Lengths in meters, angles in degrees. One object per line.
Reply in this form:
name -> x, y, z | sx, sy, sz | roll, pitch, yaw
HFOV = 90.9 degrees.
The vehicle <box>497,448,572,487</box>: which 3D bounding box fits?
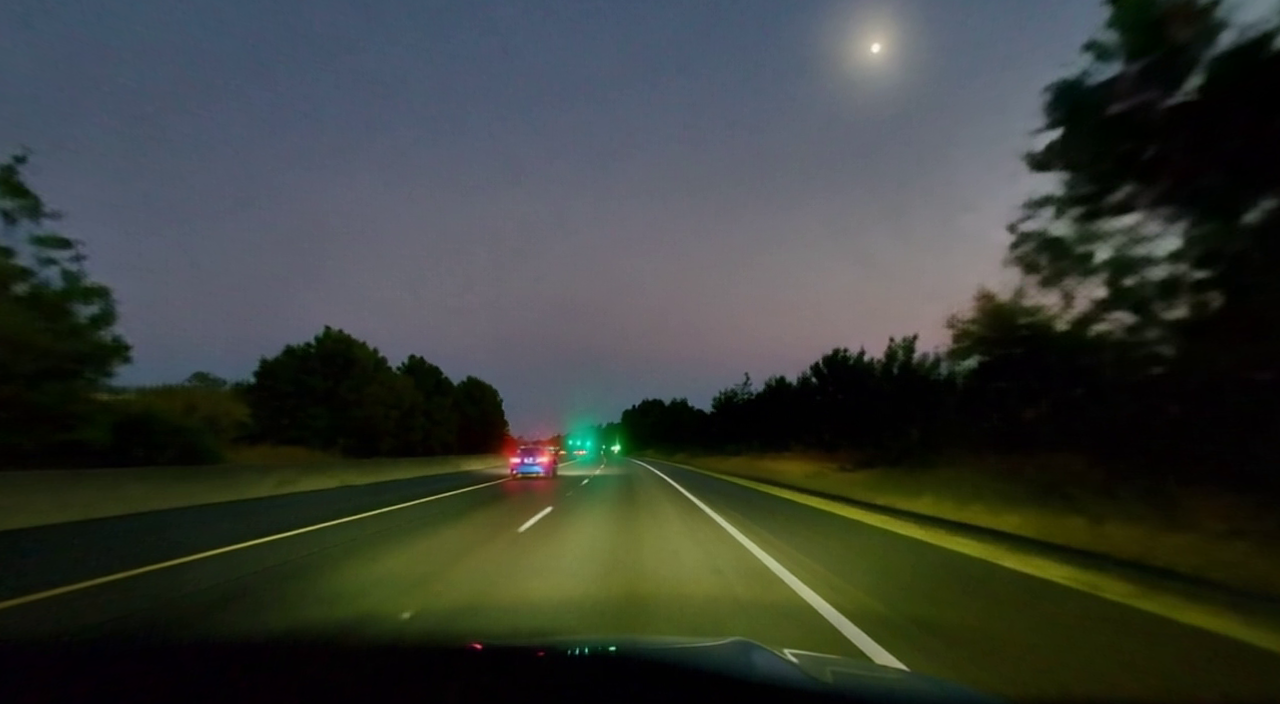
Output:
vehicle -> -4.075, 4.543, 25.135 | 2.126, 1.411, 4.433 | 0, -9, 1
